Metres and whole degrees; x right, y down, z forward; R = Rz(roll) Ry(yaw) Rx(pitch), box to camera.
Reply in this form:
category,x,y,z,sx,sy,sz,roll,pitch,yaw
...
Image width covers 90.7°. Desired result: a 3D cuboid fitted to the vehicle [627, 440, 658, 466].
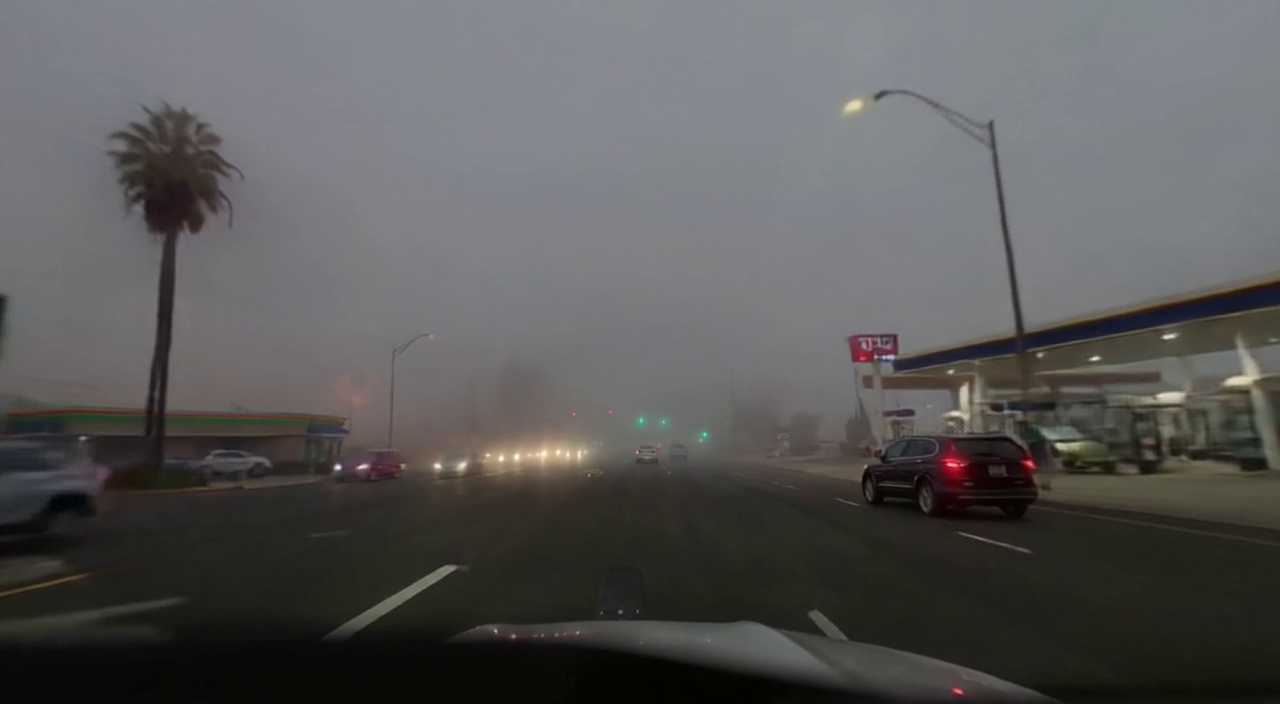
category,x,y,z,sx,sy,sz,roll,pitch,yaw
vehicle,0.203,7.376,46.215,2.177,1.754,3.815,0,-9,0

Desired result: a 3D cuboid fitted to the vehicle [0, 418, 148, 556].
category,x,y,z,sx,sy,sz,roll,pitch,yaw
vehicle,-9.390,1.757,8.147,2.042,1.782,4.919,-1,-9,1

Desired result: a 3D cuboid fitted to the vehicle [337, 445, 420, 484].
category,x,y,z,sx,sy,sz,roll,pitch,yaw
vehicle,-12.541,5.380,30.686,2.082,1.720,4.316,-1,-9,1

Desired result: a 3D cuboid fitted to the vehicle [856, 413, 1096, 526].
category,x,y,z,sx,sy,sz,roll,pitch,yaw
vehicle,6.307,2.277,12.784,2.066,1.807,4.893,0,-9,-1

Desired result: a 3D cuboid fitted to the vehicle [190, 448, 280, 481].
category,x,y,z,sx,sy,sz,roll,pitch,yaw
vehicle,-22.999,6.370,36.200,1.992,1.763,4.726,0,-9,0

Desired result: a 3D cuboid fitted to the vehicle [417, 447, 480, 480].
category,x,y,z,sx,sy,sz,roll,pitch,yaw
vehicle,-9.104,5.311,30.421,1.806,1.444,3.606,-1,-9,2

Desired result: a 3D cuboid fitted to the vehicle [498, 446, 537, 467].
category,x,y,z,sx,sy,sz,roll,pitch,yaw
vehicle,-9.167,7.864,47.674,1.931,1.479,4.555,-1,-9,2
